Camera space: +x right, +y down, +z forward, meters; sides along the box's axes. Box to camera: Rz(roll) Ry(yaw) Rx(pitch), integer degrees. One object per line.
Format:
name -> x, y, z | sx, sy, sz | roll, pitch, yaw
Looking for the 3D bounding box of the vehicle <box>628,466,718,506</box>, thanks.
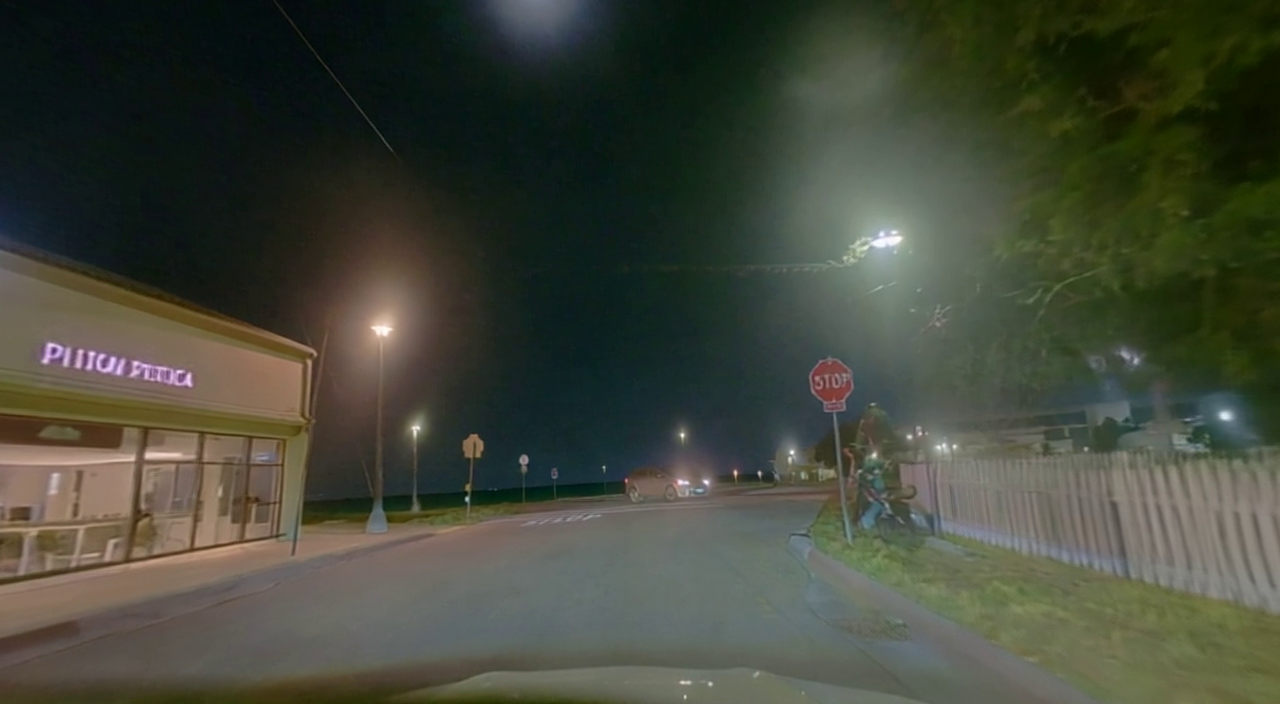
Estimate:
vehicle -> 1.317, 5.942, 28.456 | 2.112, 1.479, 5.323 | 3, -9, -20
